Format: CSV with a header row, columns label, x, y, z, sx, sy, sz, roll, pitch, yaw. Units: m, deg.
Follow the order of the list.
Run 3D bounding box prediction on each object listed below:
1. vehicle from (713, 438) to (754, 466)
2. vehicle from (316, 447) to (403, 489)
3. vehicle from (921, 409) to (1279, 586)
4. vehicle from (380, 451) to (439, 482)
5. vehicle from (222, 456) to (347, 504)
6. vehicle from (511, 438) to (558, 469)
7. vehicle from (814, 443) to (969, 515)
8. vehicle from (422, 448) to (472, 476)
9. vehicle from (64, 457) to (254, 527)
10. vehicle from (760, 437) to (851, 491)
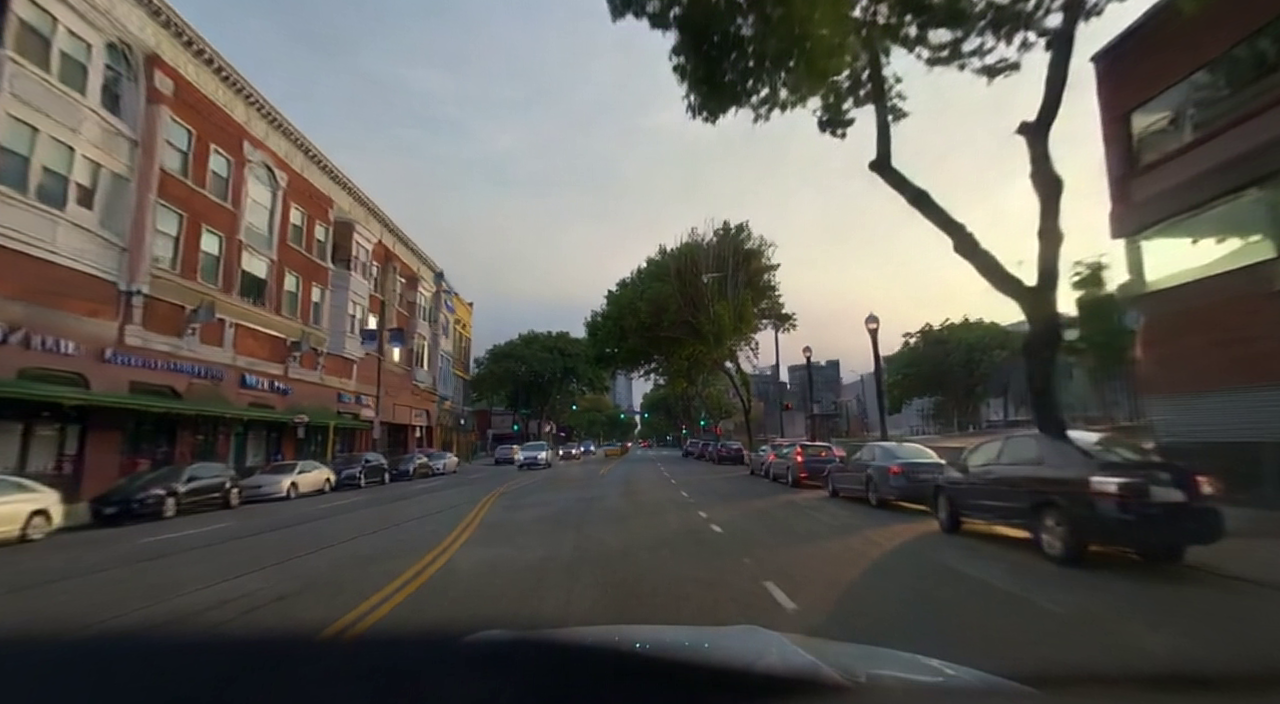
label,x,y,z,sx,sy,sz,roll,pitch,yaw
vehicle,6.028,6.483,41.215,2.047,1.720,4.353,0,-8,0
vehicle,-12.028,4.985,27.424,1.834,1.643,4.110,0,-8,1
vehicle,6.009,1.812,8.758,1.991,1.771,4.604,0,-8,-1
vehicle,-12.464,6.187,34.406,1.774,1.570,3.900,0,-8,0
vehicle,-12.531,4.504,22.669,1.868,1.418,4.415,-2,-9,1
vehicle,-6.381,6.192,38.733,2.095,1.759,4.413,0,-8,1
vehicle,5.831,2.955,15.363,1.787,1.463,4.506,0,-8,-2
vehicle,-12.156,6.916,40.103,1.894,1.654,3.944,0,-8,0
vehicle,-12.494,3.613,16.816,1.800,1.532,4.110,0,-8,0
vehicle,5.548,3.806,21.801,1.899,1.642,4.463,0,-8,0
